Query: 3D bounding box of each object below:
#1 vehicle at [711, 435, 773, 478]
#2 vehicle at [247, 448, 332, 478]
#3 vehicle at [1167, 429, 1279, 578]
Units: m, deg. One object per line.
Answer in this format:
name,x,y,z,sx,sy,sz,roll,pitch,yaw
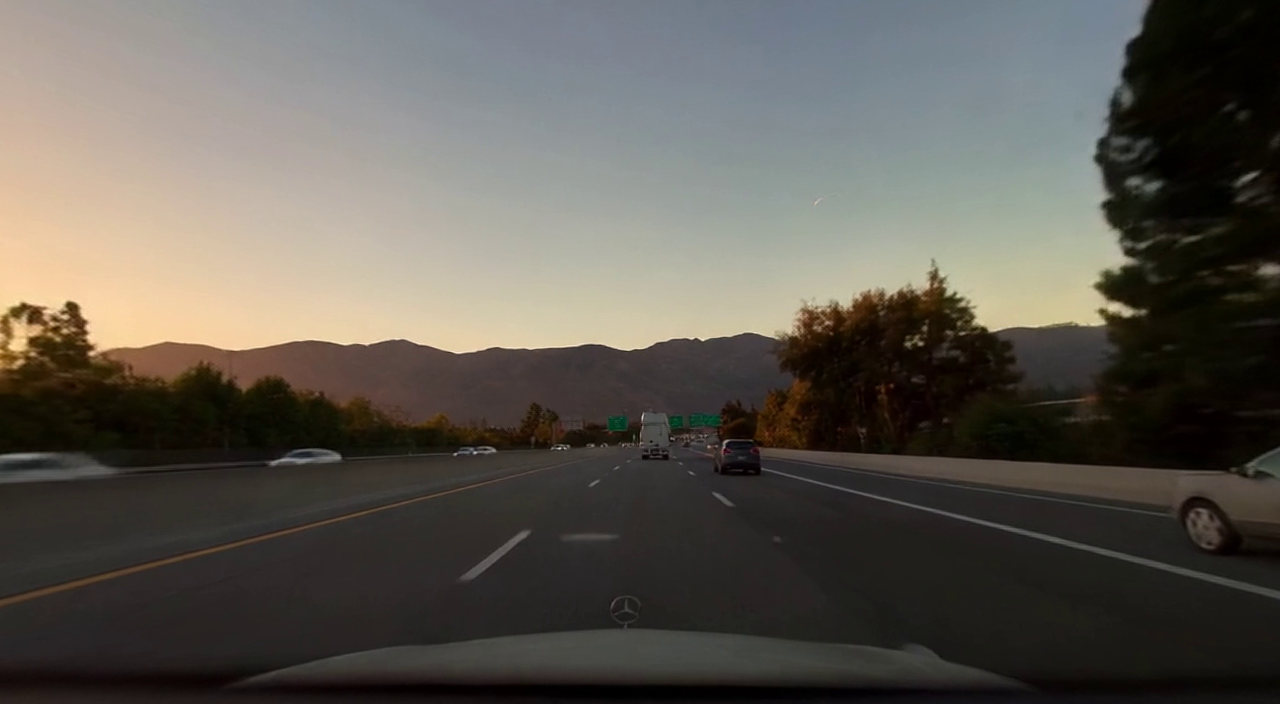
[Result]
vehicle,4.142,4.295,26.178,1.880,1.624,3.941,0,-8,0
vehicle,-19.042,6.037,34.515,1.860,1.493,4.718,-1,-8,2
vehicle,7.215,1.345,5.291,1.982,1.440,4.171,-1,-8,1
